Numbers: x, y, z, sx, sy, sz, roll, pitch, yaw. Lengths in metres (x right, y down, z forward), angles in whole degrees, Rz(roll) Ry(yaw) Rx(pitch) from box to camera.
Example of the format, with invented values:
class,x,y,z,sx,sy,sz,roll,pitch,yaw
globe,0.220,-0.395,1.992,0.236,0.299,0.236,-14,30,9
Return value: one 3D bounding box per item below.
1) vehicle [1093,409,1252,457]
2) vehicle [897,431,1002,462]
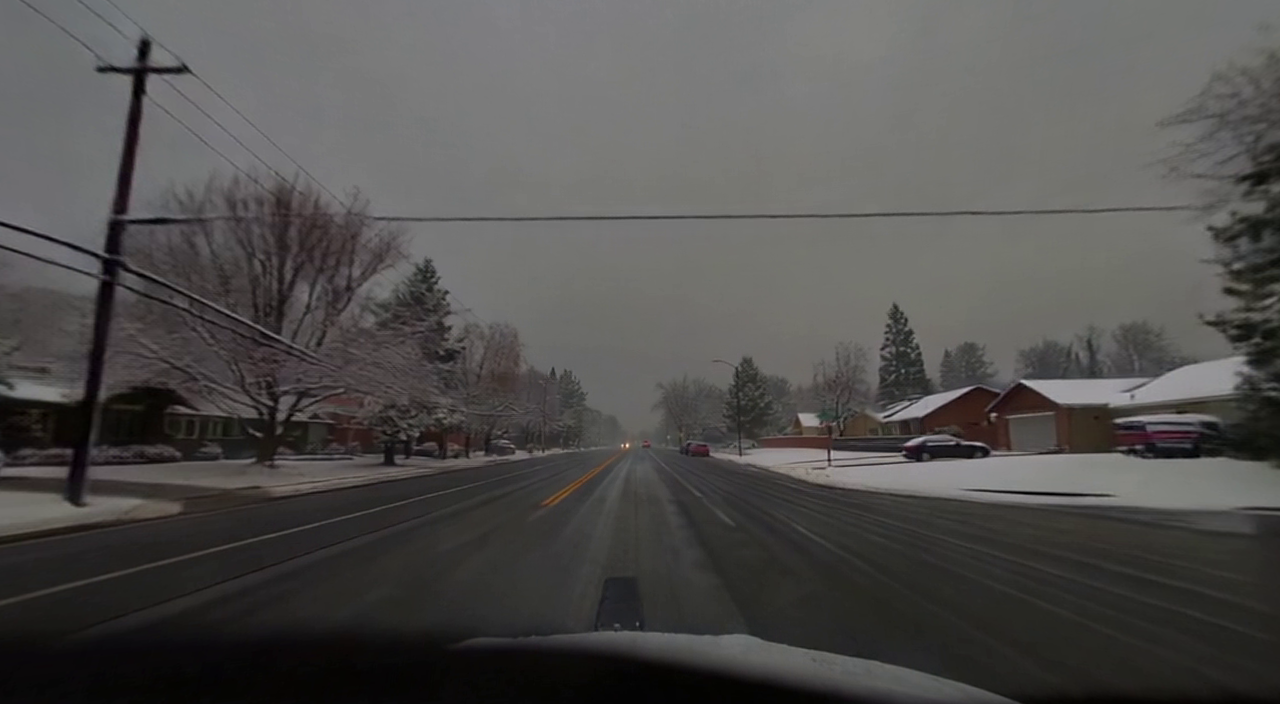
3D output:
class,x,y,z,sx,sy,sz,roll,pitch,yaw
vehicle,22.145,3.416,26.428,4.798,1.800,2.103,-8,-11,43
vehicle,16.486,5.065,33.803,4.443,1.497,2.168,-1,-8,1
